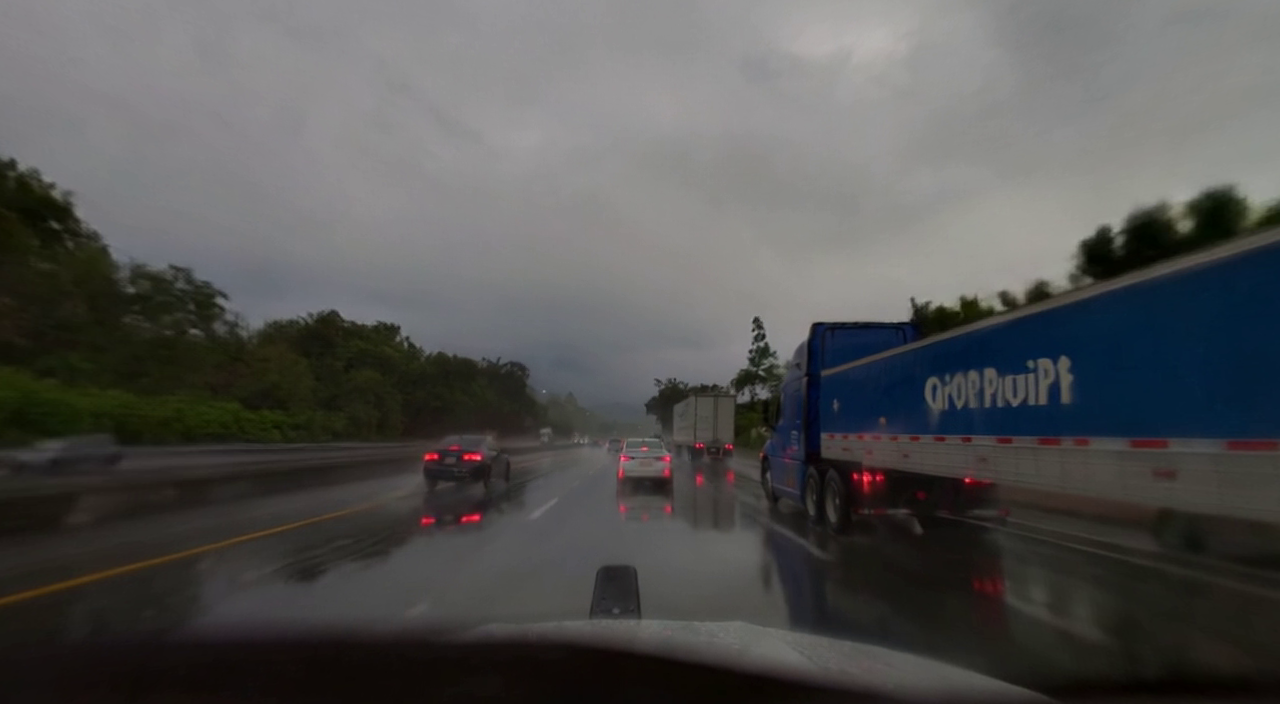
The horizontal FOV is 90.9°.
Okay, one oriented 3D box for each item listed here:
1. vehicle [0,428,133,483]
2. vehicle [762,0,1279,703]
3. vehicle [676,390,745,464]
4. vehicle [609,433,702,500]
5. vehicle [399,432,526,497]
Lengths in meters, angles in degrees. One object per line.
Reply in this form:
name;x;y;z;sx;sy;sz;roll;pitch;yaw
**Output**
vehicle;-18.400;3.134;19.411;1.817;1.495;4.331;0;-8;2
vehicle;4.255;0.225;6.840;2.816;4.070;14.136;0;-8;-1
vehicle;4.275;5.007;41.489;2.869;4.067;13.731;0;-8;0
vehicle;0.327;2.711;15.452;2.021;1.435;3.611;0;-8;0
vehicle;-4.462;2.868;16.626;2.048;1.452;4.430;0;-8;0
